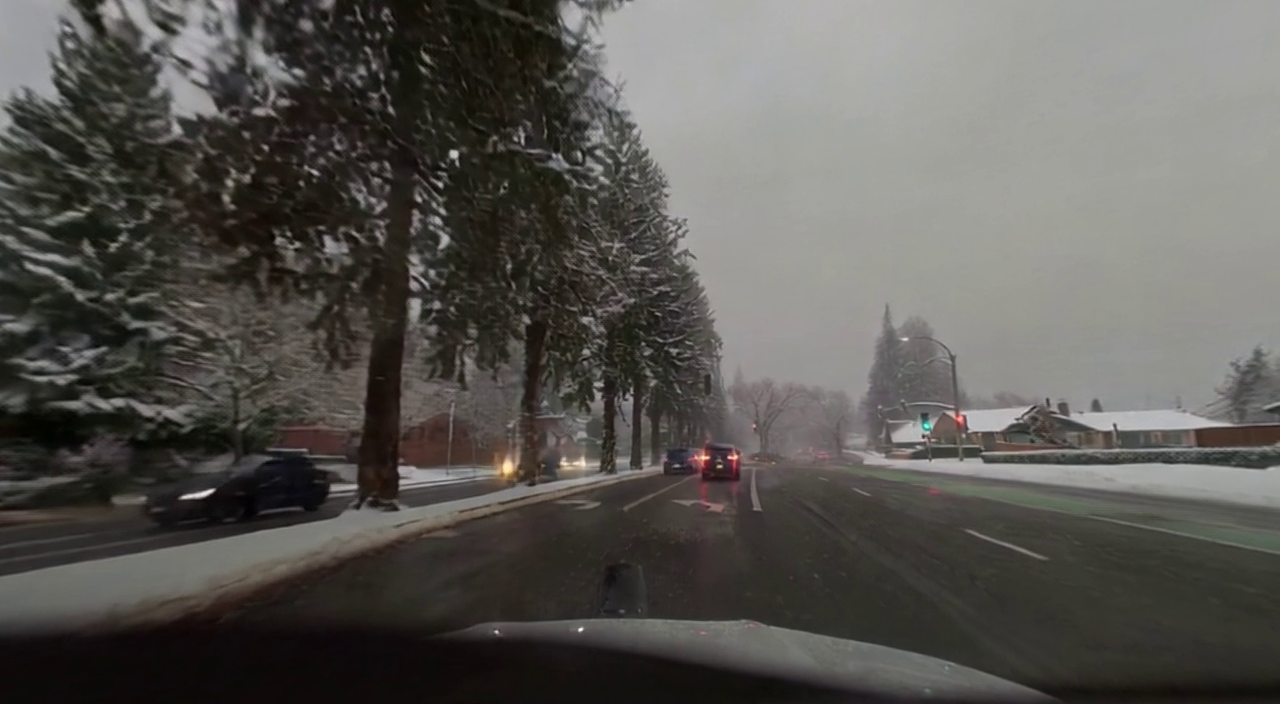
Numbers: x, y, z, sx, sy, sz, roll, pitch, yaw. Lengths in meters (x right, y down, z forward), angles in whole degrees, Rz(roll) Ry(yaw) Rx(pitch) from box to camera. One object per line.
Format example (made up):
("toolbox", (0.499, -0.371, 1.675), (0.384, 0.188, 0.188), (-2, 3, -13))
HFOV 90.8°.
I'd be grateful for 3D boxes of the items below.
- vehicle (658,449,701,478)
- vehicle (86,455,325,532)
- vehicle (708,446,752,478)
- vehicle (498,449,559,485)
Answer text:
("vehicle", (2.229, 6.092, 34.812), (1.923, 1.498, 3.887), (-2, -9, 10))
("vehicle", (-10.068, 3.266, 15.288), (1.947, 1.486, 4.862), (-1, -9, 7))
("vehicle", (5.201, 6.234, 36.201), (2.286, 1.701, 4.395), (-2, -9, 9))
("vehicle", (-5.651, 5.868, 32.601), (2.029, 1.667, 4.504), (-1, -9, 4))
